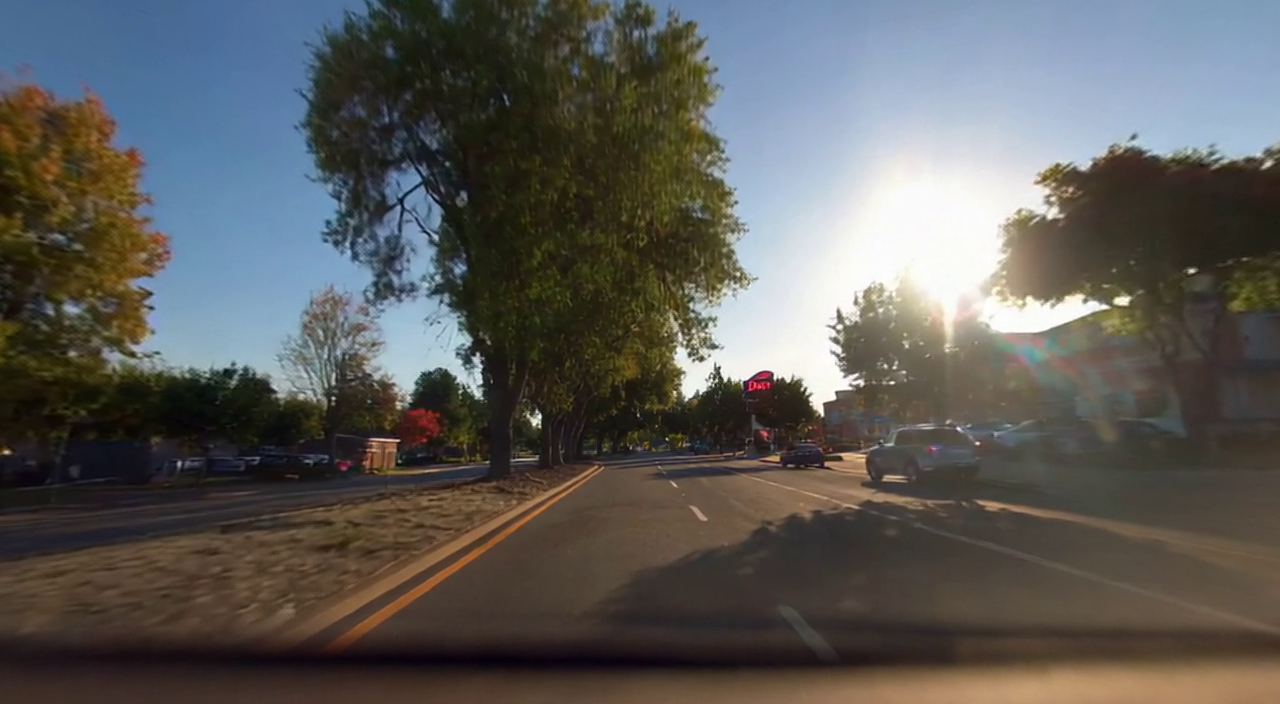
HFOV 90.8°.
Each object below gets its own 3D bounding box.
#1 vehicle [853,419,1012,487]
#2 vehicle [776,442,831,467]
[{"bbox_3d":[10.214,3.618,22.892,2.610,2.072,5.985,0,-8,-3],"label":"vehicle"},{"bbox_3d":[10.102,6.380,39.355,2.034,1.437,4.728,0,-8,-2],"label":"vehicle"}]
